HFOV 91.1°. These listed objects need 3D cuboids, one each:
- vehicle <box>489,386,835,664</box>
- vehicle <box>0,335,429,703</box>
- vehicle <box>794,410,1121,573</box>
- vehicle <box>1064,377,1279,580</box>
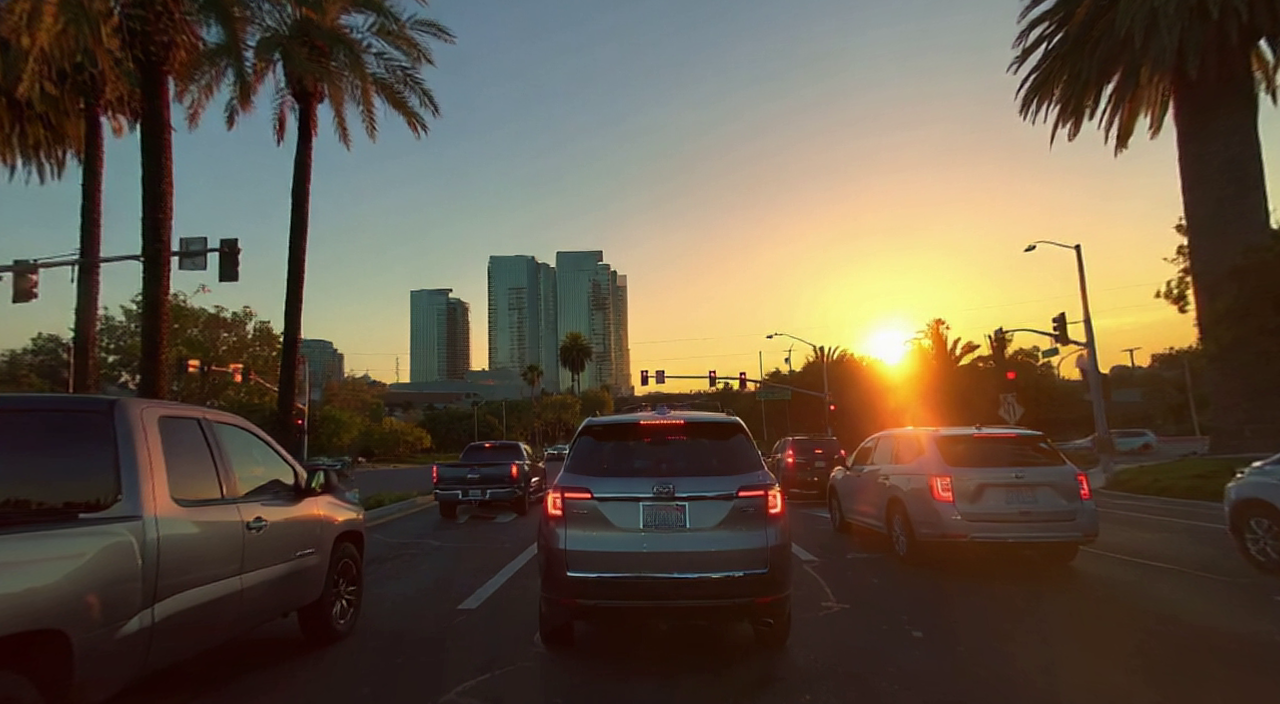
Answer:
[{"bbox_3d":[0.165,1.368,6.010,2.123,1.704,4.128,0,-8,1],"label":"vehicle"},{"bbox_3d":[-3.167,1.086,3.909,2.171,1.702,4.416,0,-9,0],"label":"vehicle"},{"bbox_3d":[4.007,1.860,9.289,2.072,1.704,5.170,0,-8,-1],"label":"vehicle"},{"bbox_3d":[7.316,1.237,6.146,2.337,1.925,5.728,0,-8,0],"label":"vehicle"}]
